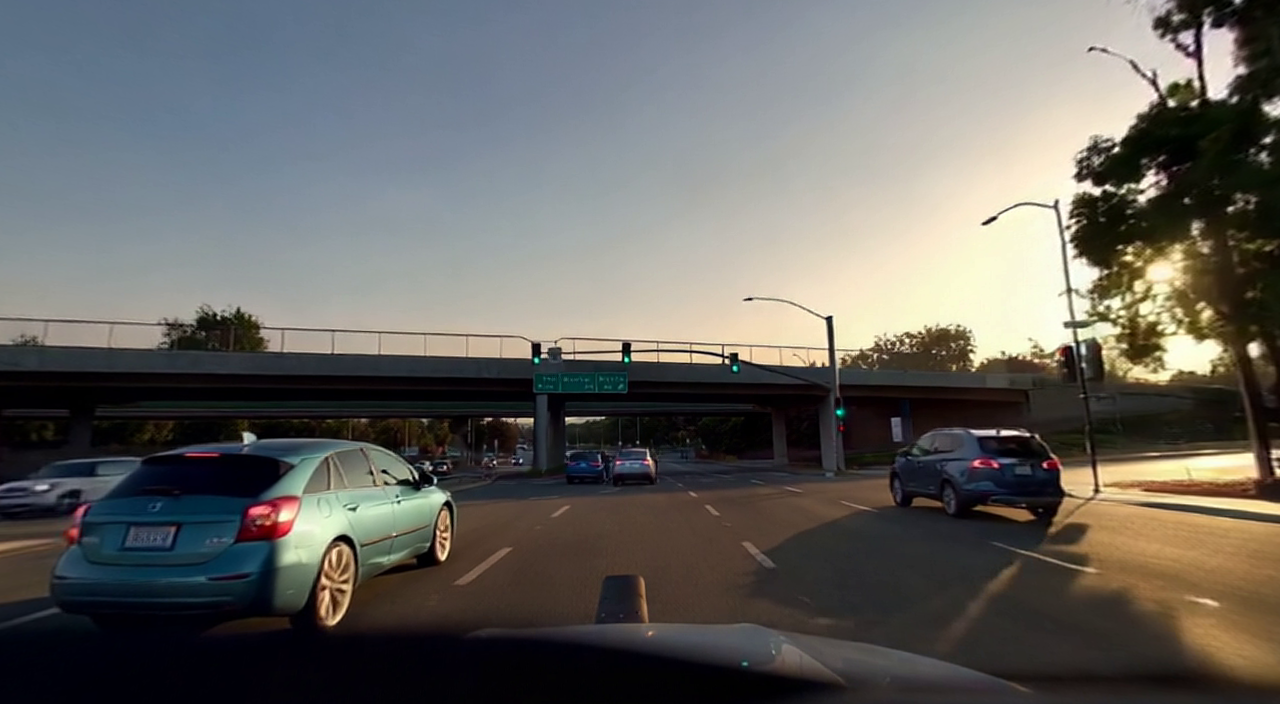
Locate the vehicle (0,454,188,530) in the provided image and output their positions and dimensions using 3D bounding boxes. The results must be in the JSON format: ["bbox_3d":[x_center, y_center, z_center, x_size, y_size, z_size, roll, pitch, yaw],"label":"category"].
[{"bbox_3d":[-15.863,3.937,18.348,2.007,1.730,4.774,-3,-8,-1],"label":"vehicle"}]

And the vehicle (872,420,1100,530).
[{"bbox_3d":[6.513,2.349,12.638,2.074,1.785,4.320,0,-8,0],"label":"vehicle"}]

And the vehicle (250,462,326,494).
[{"bbox_3d":[-19.570,6.993,35.349,1.857,1.534,4.221,0,-8,-1],"label":"vehicle"}]

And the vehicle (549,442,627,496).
[{"bbox_3d":[-1.819,4.296,23.689,2.060,1.768,4.681,-1,-8,6],"label":"vehicle"}]

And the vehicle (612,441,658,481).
[{"bbox_3d":[-0.174,5.875,34.397,2.342,2.026,4.642,-1,-8,2],"label":"vehicle"}]
